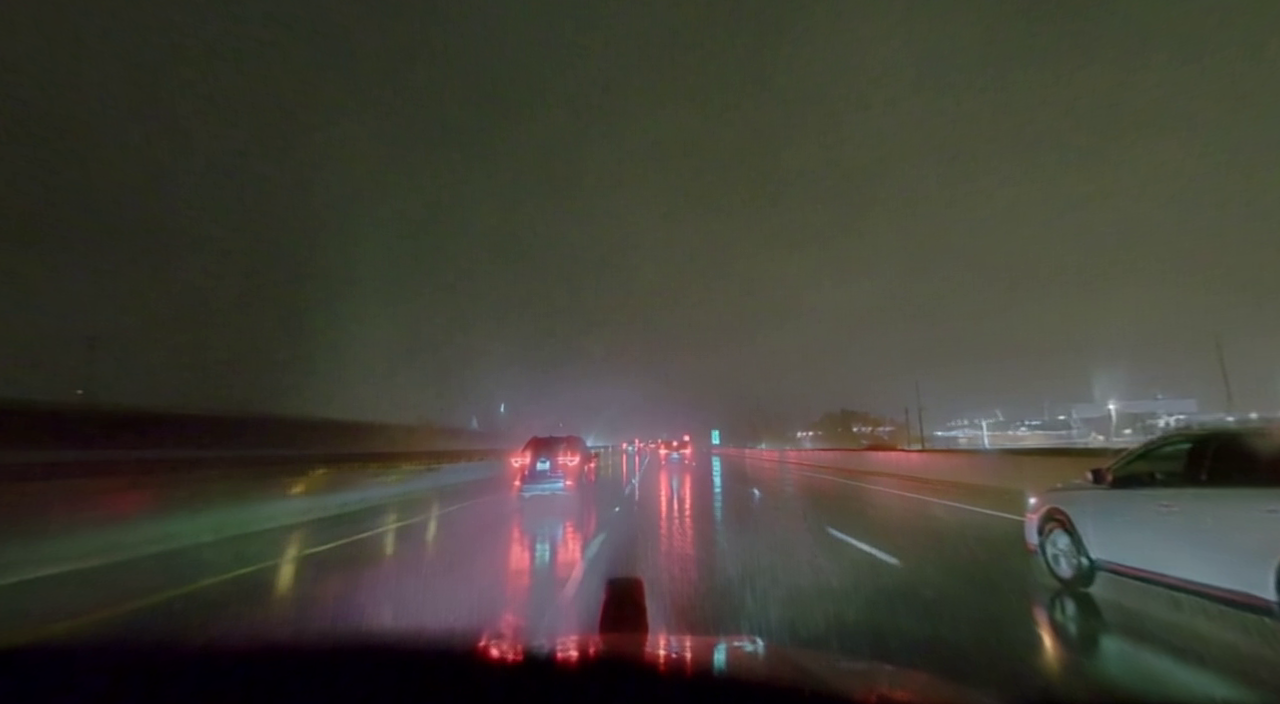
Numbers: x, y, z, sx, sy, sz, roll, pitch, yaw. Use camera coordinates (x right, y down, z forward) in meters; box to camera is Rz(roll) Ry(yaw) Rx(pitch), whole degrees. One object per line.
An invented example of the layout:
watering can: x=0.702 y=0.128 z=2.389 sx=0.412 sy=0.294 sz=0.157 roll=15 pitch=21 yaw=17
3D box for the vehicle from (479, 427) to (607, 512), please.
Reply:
vehicle: x=-2.147 y=2.795 z=15.513 sx=2.239 sy=1.761 sz=4.620 roll=-1 pitch=-8 yaw=2

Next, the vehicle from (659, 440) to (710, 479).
vehicle: x=1.845 y=4.614 z=27.364 sx=2.000 sy=1.558 sz=3.945 roll=0 pitch=-8 yaw=1

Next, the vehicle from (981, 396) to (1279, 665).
vehicle: x=4.855 y=1.211 z=4.788 sx=2.027 sy=1.588 sz=4.611 roll=0 pitch=-8 yaw=2
